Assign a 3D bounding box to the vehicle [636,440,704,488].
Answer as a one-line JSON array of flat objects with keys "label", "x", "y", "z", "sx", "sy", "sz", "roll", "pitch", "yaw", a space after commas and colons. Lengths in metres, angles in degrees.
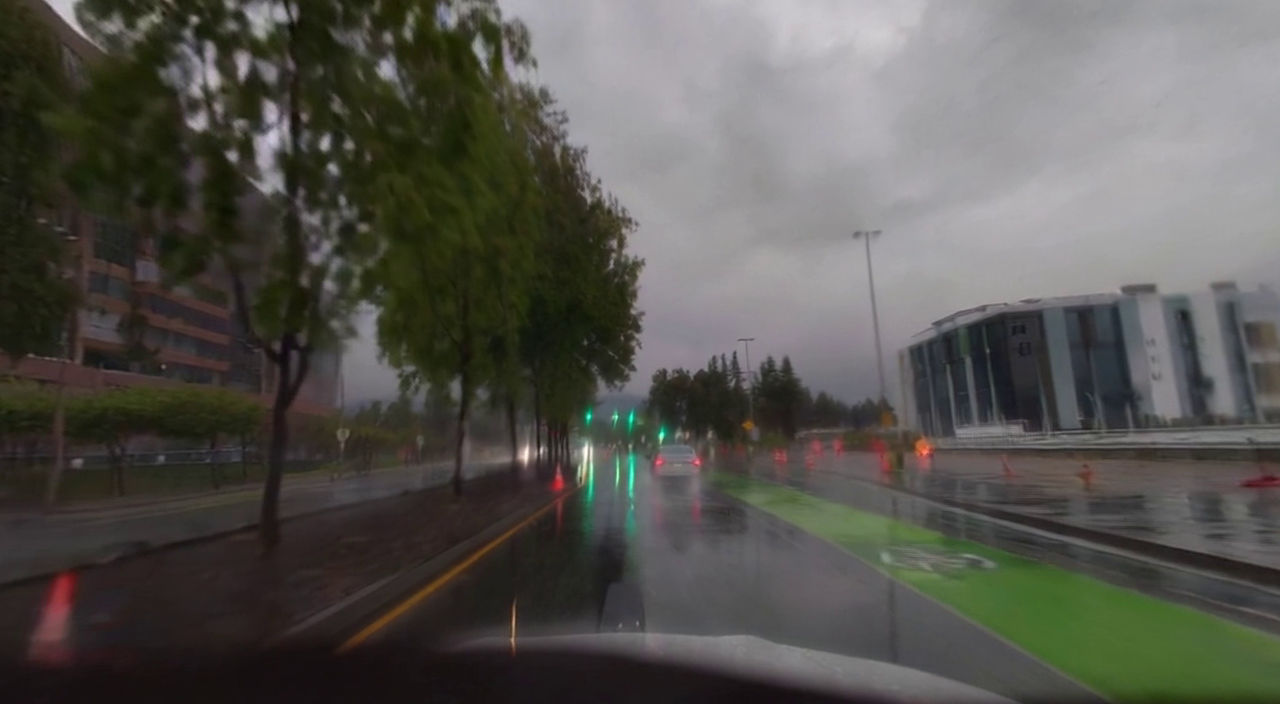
[{"label": "vehicle", "x": 0.945, "y": 3.877, "z": 22.247, "sx": 2.114, "sy": 1.493, "sz": 4.430, "roll": 0, "pitch": -8, "yaw": -1}]
